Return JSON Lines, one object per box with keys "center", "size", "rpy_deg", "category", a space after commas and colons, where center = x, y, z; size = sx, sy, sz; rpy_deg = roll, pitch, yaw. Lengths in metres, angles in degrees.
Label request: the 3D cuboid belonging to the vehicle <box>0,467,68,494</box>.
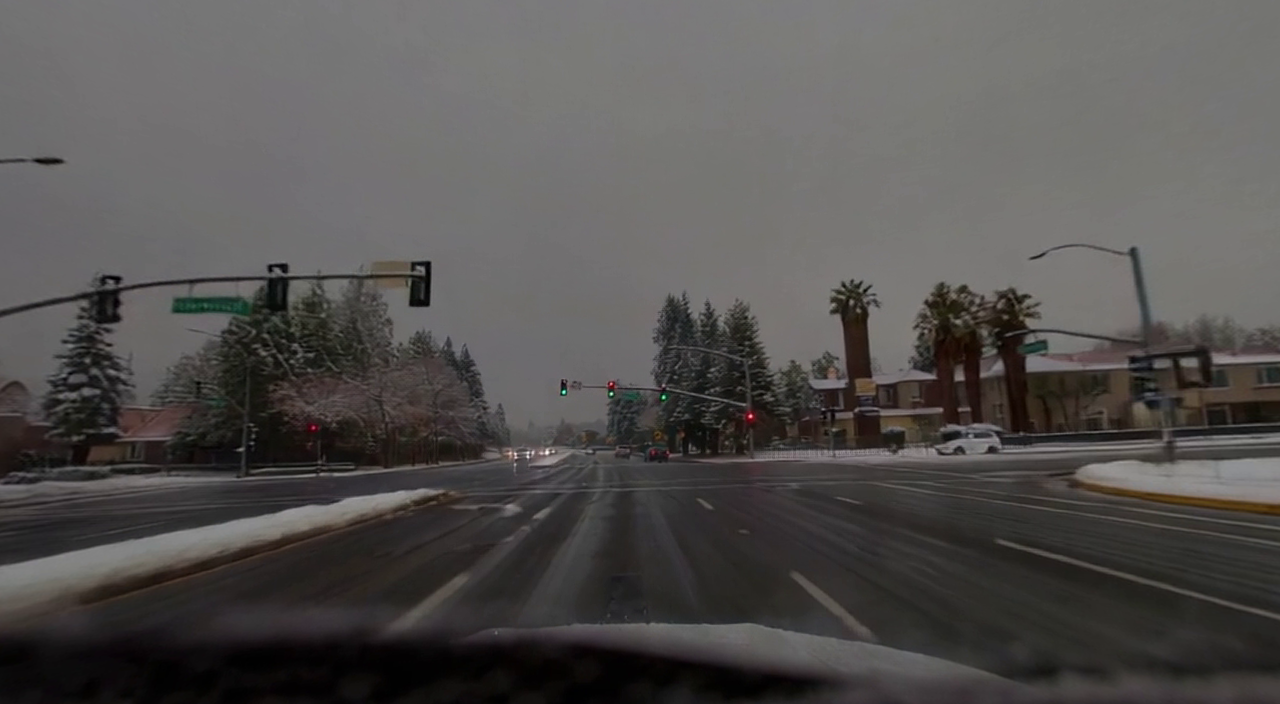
{"center": [-41.575, 8.581, 42.165], "size": [4.650, 1.604, 2.011], "rpy_deg": [-1, -8, 2], "category": "vehicle"}
